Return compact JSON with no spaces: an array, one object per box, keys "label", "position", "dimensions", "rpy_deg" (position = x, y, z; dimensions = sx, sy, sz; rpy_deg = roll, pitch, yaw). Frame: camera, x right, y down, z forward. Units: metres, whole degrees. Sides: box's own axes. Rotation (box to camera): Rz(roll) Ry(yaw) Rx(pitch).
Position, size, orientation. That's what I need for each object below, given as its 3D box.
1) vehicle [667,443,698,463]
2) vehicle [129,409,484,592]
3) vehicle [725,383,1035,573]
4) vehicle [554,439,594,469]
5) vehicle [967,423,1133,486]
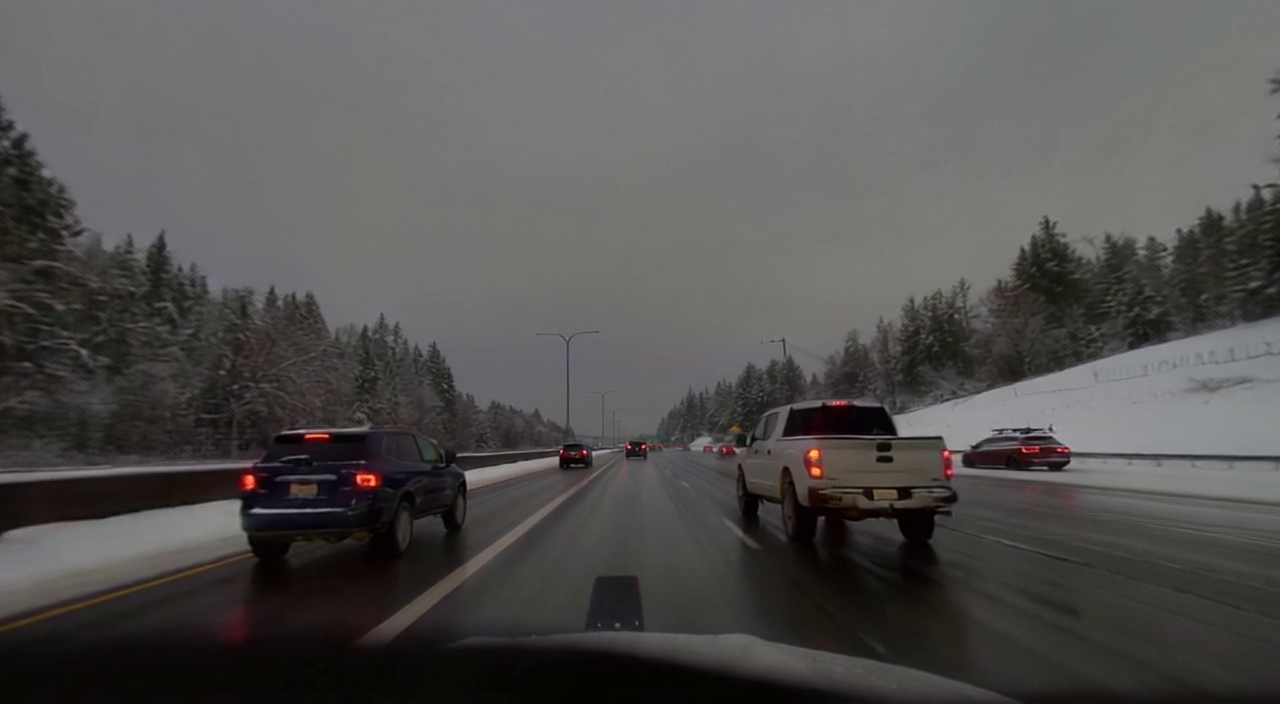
[{"label":"vehicle","position":[3.267,7.773,48.941],"dimensions":[2.007,1.469,4.337],"rpy_deg":[0,-8,-1]},{"label":"vehicle","position":[-3.592,1.679,8.016],"dimensions":[2.119,1.654,4.353],"rpy_deg":[0,-8,0]},{"label":"vehicle","position":[2.755,1.659,9.138],"dimensions":[2.200,1.870,5.649],"rpy_deg":[0,-8,-1]},{"label":"vehicle","position":[-3.913,6.113,38.026],"dimensions":[1.992,1.651,4.185],"rpy_deg":[0,-8,0]},{"label":"vehicle","position":[13.151,3.332,20.751],"dimensions":[2.076,1.799,4.871],"rpy_deg":[0,-8,-1]}]
